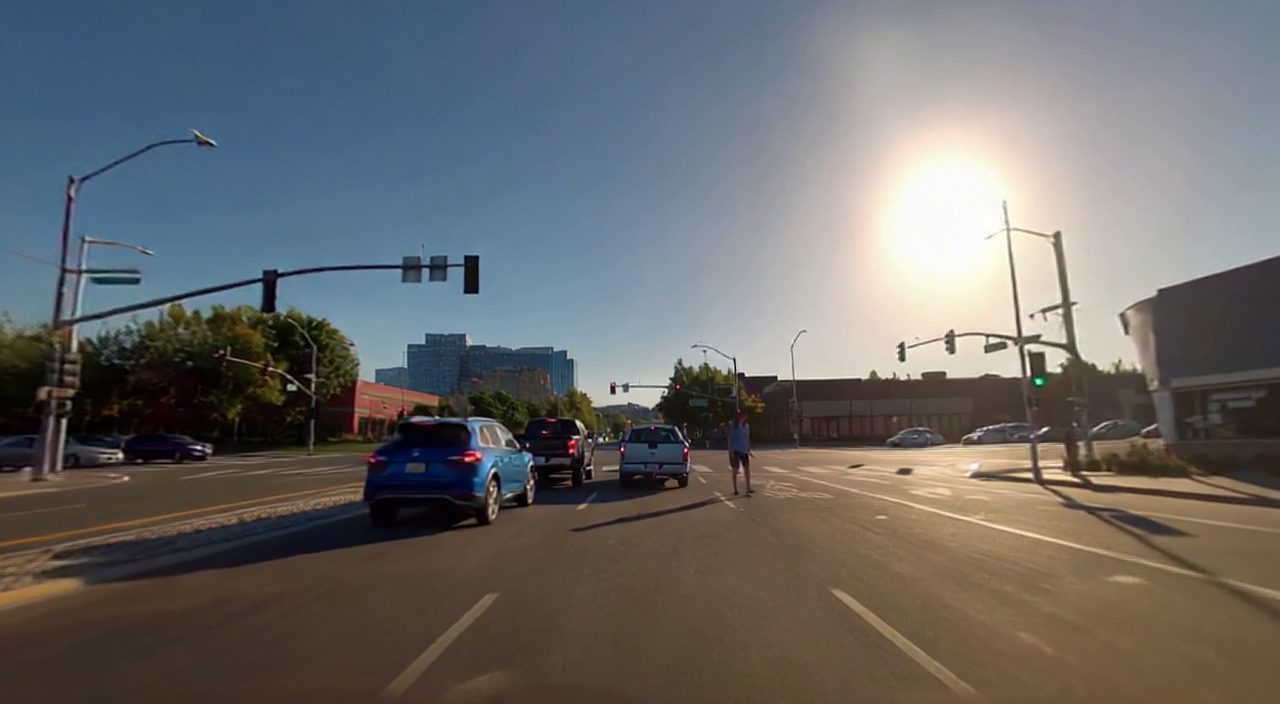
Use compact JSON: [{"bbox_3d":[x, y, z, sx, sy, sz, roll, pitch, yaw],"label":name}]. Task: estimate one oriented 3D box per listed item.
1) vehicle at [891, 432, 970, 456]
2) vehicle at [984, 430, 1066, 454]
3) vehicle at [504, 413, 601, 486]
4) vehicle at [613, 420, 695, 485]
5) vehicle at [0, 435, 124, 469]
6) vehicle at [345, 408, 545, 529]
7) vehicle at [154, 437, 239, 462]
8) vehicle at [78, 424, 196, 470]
[{"bbox_3d":[20.311,6.444,44.030,4.624,1.601,1.871,0,-8,-2],"label":"vehicle"},{"bbox_3d":[28.947,6.790,47.270,4.849,1.759,2.041,0,-8,-1],"label":"vehicle"},{"bbox_3d":[-2.479,2.946,19.134,2.220,1.926,4.870,0,-8,0],"label":"vehicle"},{"bbox_3d":[0.365,3.073,19.427,2.204,1.738,4.690,0,-8,0],"label":"vehicle"},{"bbox_3d":[-31.181,5.358,33.764,4.956,1.737,2.135,0,-8,2],"label":"vehicle"},{"bbox_3d":[-3.122,1.987,11.222,2.006,1.707,4.448,0,-8,2],"label":"vehicle"},{"bbox_3d":[-31.200,6.848,44.280,4.406,1.682,2.040,0,-8,1],"label":"vehicle"},{"bbox_3d":[-32.823,6.144,41.066,5.884,2.243,2.287,-6,-5,0],"label":"vehicle"}]
